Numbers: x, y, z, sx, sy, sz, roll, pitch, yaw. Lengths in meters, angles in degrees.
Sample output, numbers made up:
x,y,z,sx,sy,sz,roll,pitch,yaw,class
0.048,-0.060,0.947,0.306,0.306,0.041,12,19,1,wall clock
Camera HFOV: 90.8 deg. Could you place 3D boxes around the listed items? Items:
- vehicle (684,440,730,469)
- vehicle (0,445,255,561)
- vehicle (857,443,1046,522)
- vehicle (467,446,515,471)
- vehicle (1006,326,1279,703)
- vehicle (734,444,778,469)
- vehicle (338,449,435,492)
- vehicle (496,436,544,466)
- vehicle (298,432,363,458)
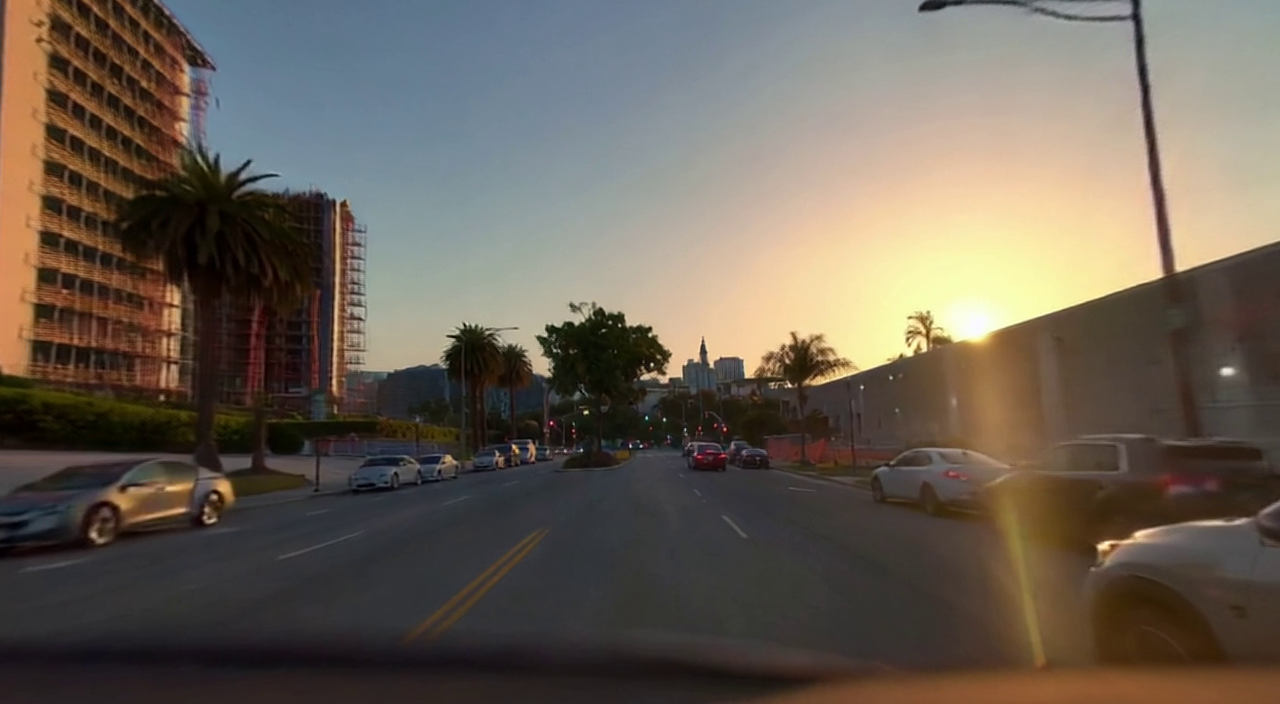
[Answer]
x,y,z,sx,sy,sz,roll,pitch,yaw,class
3.569,5.551,34.368,1.999,1.487,3.939,0,-8,-1,vehicle
-9.682,2.567,11.687,1.951,1.644,4.987,0,-8,0,vehicle
6.626,2.790,14.076,2.034,1.463,4.044,0,-8,-2,vehicle
-9.458,6.780,40.444,1.804,1.478,4.734,-1,-8,1,vehicle
3.104,0.656,1.392,1.953,1.687,4.344,0,-8,0,vehicle
6.914,6.267,38.136,1.819,1.435,4.337,0,-8,0,vehicle
-9.530,4.467,24.171,1.826,1.445,4.325,-1,-8,1,vehicle
-9.364,7.902,49.838,2.294,1.948,6.025,-7,-10,1,vehicle
-19.652,5.892,40.088,3.575,1.571,1.912,-5,-9,27,vehicle
